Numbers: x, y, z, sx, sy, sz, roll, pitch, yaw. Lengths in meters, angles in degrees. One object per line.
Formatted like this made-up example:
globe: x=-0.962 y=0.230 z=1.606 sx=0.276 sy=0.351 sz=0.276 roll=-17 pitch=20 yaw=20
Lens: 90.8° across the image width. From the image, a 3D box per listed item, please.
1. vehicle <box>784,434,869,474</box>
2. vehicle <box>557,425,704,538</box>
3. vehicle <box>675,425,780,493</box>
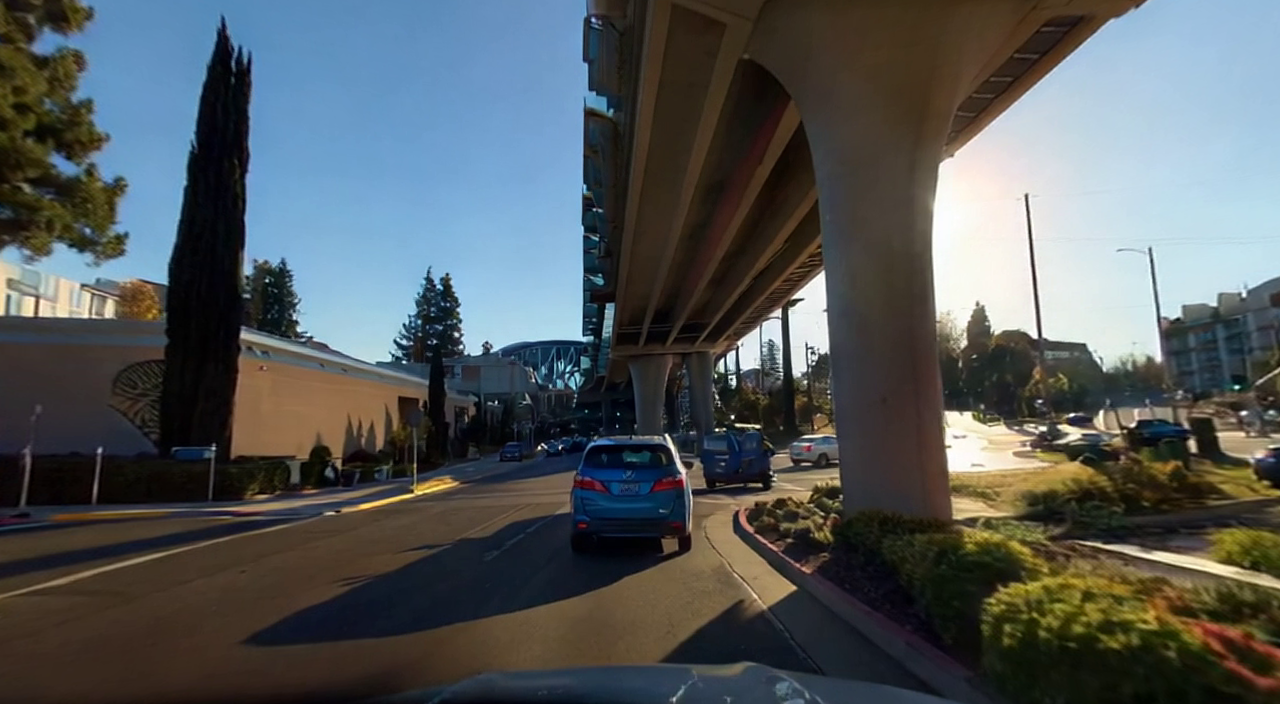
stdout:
vehicle: x=8.987 y=4.844 z=30.303 sx=4.310 sy=1.762 sz=1.995 roll=8 pitch=-12 yaw=-44
vehicle: x=-0.013 y=2.197 z=11.390 sx=2.087 sy=1.578 sz=4.652 roll=-1 pitch=-8 yaw=3
vehicle: x=2.968 y=3.399 z=20.456 sx=2.241 sy=1.885 sz=4.771 roll=-3 pitch=-9 yaw=21
